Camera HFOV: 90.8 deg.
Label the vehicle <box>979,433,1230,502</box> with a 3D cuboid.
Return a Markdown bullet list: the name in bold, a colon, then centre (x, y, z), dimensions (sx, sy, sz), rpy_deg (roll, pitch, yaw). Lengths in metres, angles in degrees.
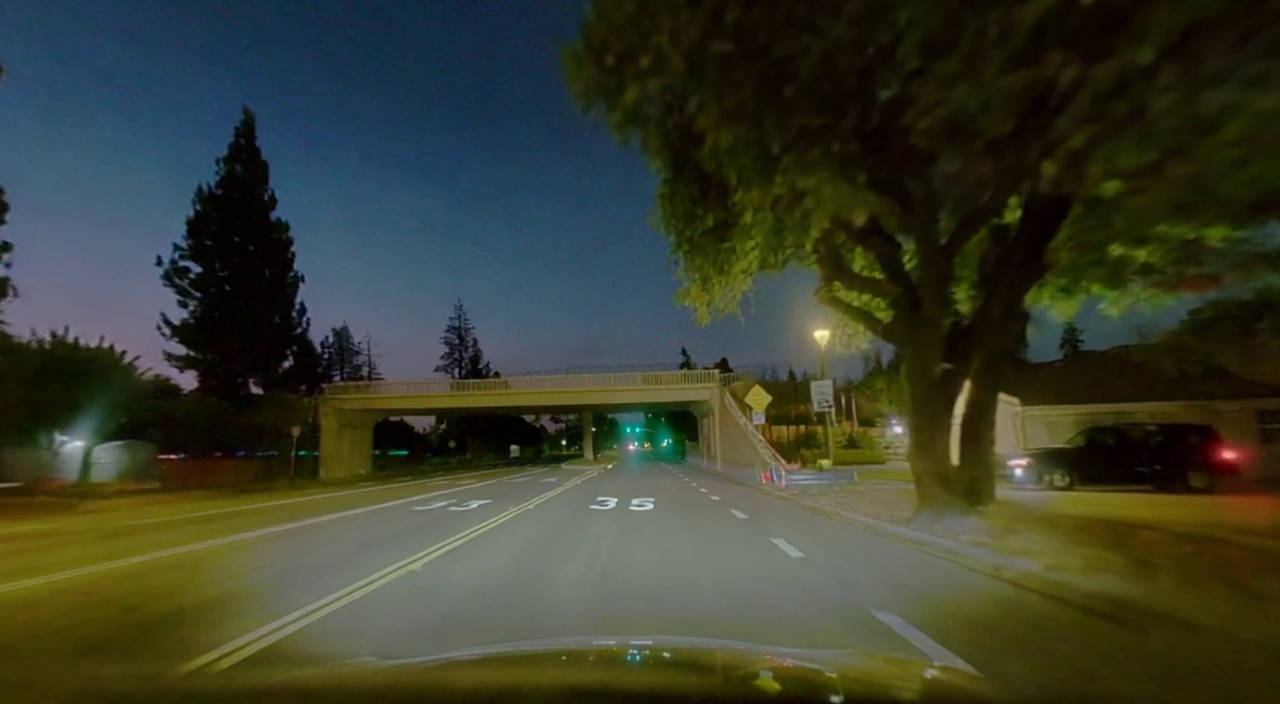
- **vehicle**: centre (11.354, 2.820, 15.859), dimensions (1.809, 1.432, 4.629), rpy_deg (5, -10, -31)
